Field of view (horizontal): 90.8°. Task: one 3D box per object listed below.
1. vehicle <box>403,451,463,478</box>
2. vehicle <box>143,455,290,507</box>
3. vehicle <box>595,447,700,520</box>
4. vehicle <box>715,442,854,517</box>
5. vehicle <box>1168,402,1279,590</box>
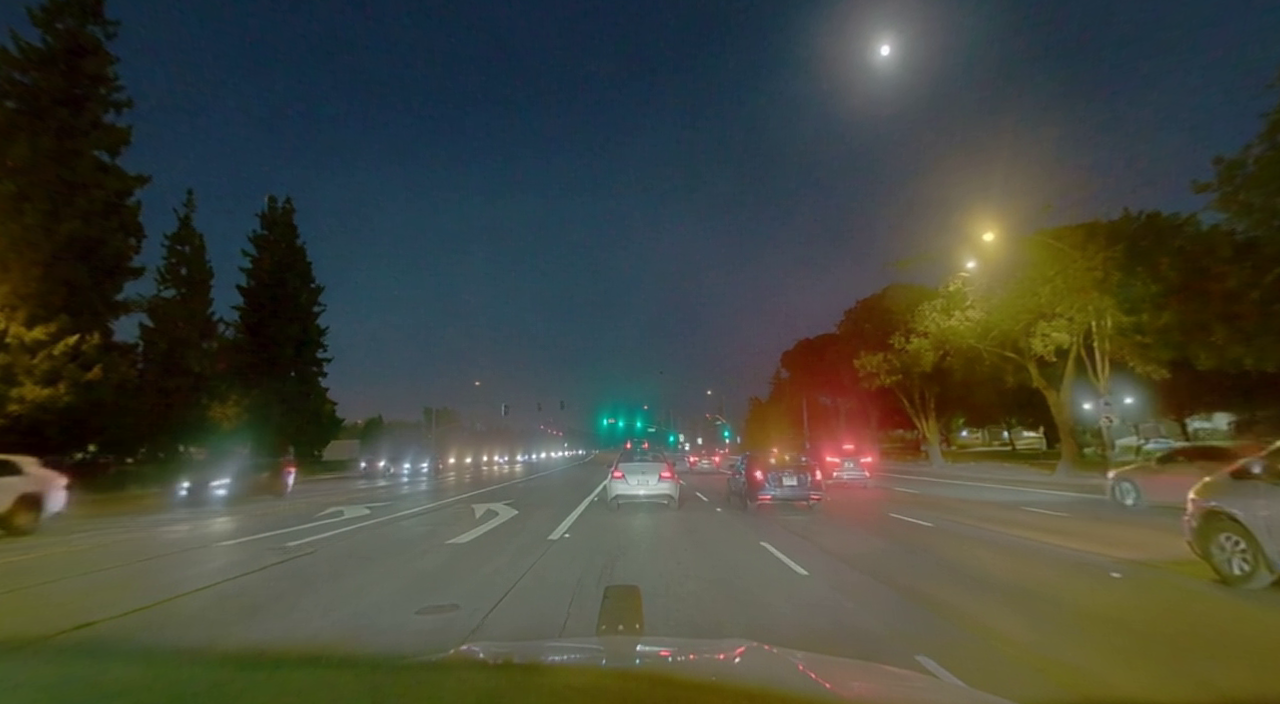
[{"bbox_3d":[-12.159,6.633,37.501,2.002,1.500,4.536,0,-9,0],"label":"vehicle"},{"bbox_3d":[-13.998,4.243,21.332,2.018,1.469,4.916,1,-9,-7],"label":"vehicle"},{"bbox_3d":[0.078,2.797,13.983,1.990,1.347,4.067,0,-9,-2],"label":"vehicle"},{"bbox_3d":[3.110,2.858,14.839,1.970,1.445,4.974,0,-9,-2],"label":"vehicle"},{"bbox_3d":[6.932,1.176,4.796,1.987,1.730,4.373,0,-9,0],"label":"vehicle"}]
